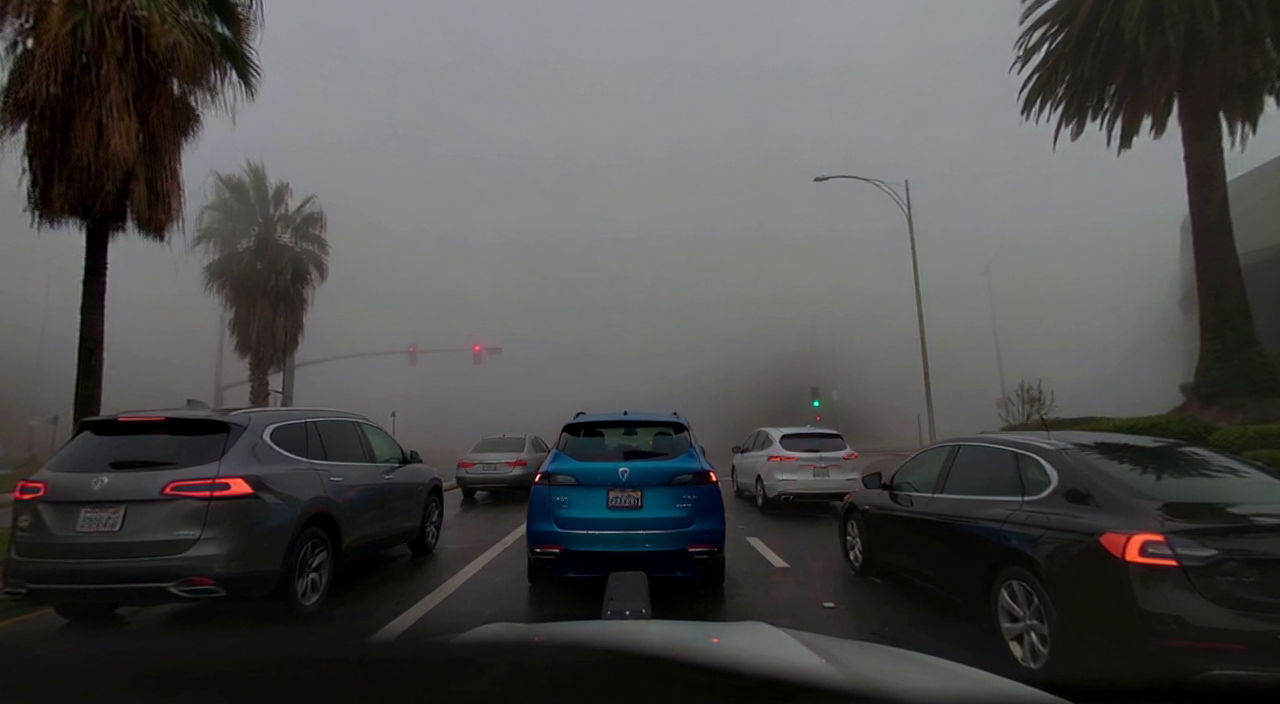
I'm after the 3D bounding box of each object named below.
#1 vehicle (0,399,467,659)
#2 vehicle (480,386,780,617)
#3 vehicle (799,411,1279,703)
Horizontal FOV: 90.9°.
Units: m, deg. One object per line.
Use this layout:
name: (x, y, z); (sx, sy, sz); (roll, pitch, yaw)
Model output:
vehicle: (-3.352, 1.381, 6.052); (2.014, 1.534, 4.455); (0, -8, 1)
vehicle: (-0.137, 1.459, 7.071); (2.280, 1.747, 4.361); (0, -8, -2)
vehicle: (2.971, 1.368, 5.262); (2.017, 1.491, 4.611); (0, -8, -1)
